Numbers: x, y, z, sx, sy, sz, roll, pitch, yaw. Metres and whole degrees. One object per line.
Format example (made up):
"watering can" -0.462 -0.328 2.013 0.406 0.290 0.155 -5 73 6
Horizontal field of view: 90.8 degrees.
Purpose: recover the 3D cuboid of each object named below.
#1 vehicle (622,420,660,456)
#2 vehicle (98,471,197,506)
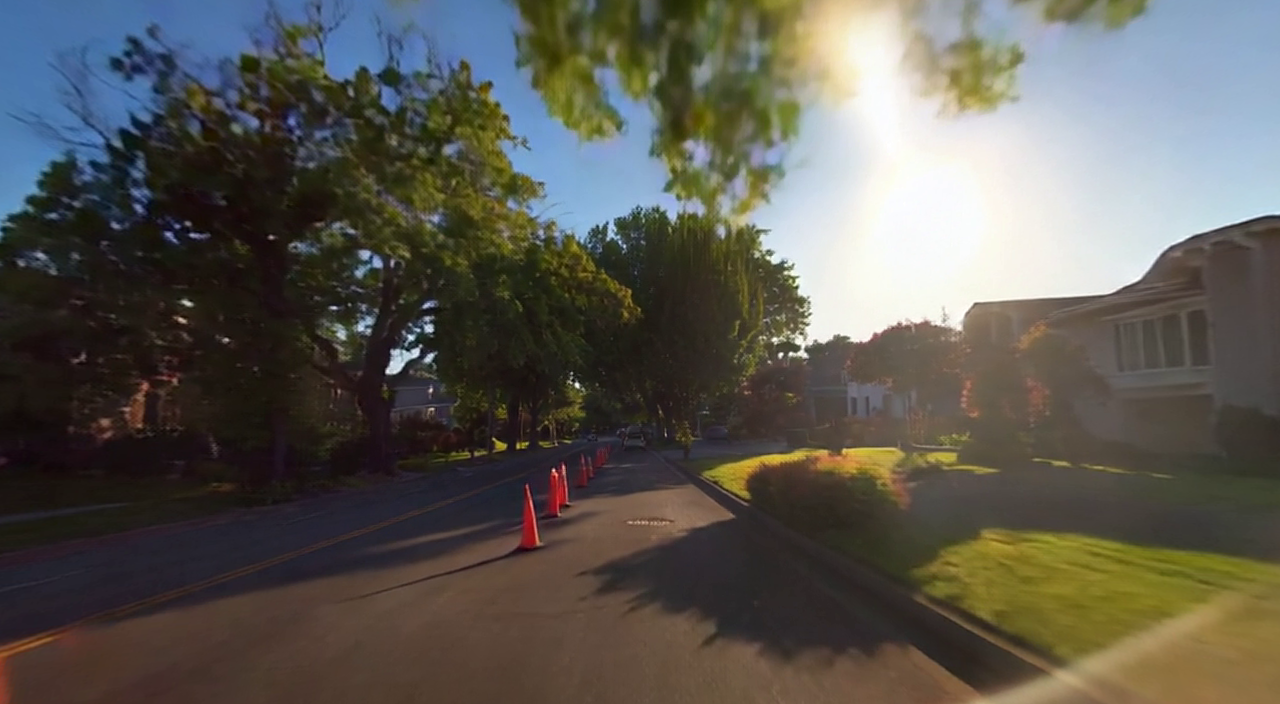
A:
"vehicle" -0.030 5.231 38.226 2.169 2.015 5.206 0 -8 -2
"vehicle" -25.487 7.027 32.698 4.314 1.583 1.779 -3 -9 18
